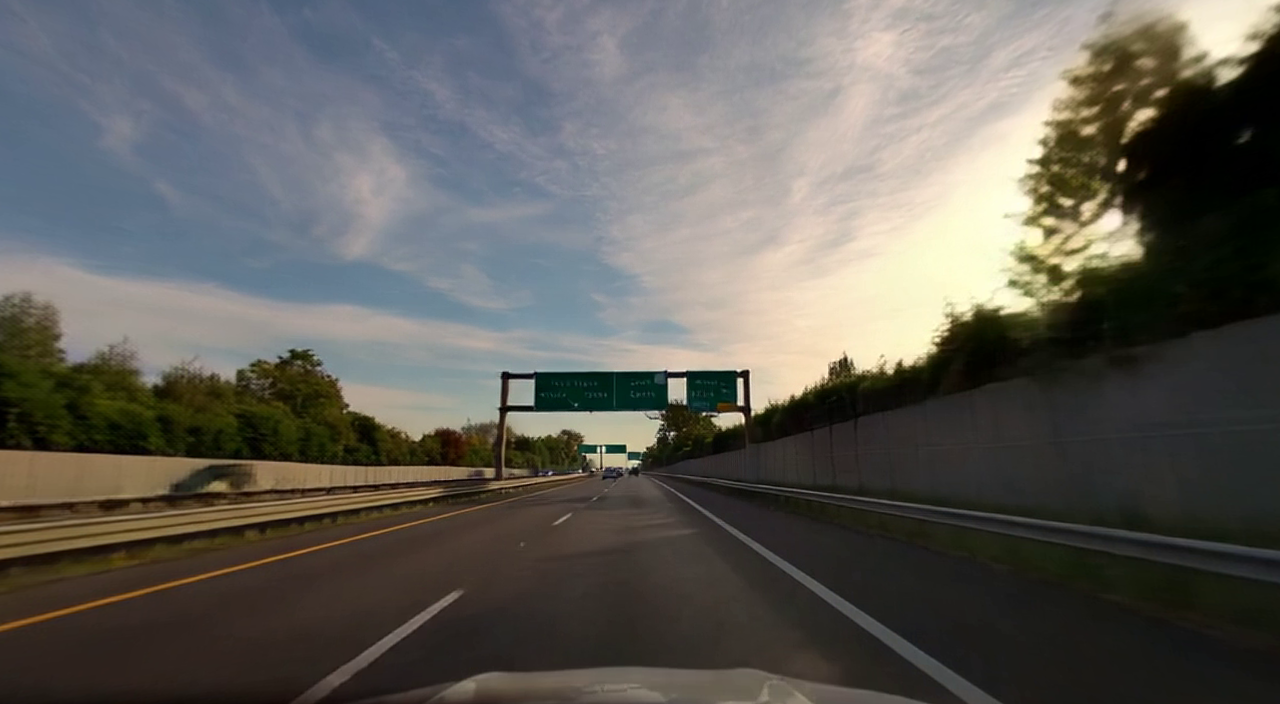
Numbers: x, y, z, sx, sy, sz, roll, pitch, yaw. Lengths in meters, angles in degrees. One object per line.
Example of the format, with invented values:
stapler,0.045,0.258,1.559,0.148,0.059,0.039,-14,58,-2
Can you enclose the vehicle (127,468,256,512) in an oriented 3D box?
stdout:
vehicle,-16.431,5.062,23.352,1.807,1.428,3.938,1,-11,0
